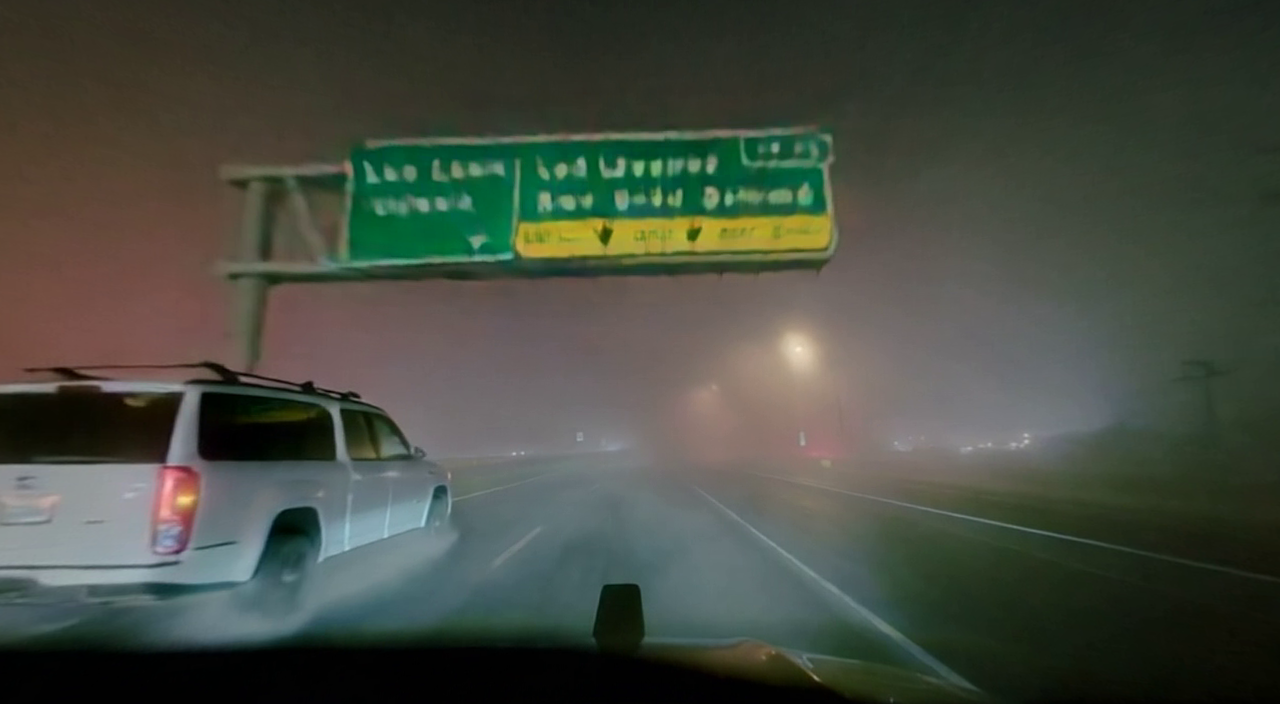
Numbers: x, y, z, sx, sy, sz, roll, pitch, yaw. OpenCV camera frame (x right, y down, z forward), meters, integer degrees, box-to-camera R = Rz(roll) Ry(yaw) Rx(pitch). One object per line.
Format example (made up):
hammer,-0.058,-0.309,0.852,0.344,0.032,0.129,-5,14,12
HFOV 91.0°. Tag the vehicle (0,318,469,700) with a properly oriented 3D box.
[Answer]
vehicle,-3.749,1.201,6.132,2.431,1.928,5.760,0,-9,1
